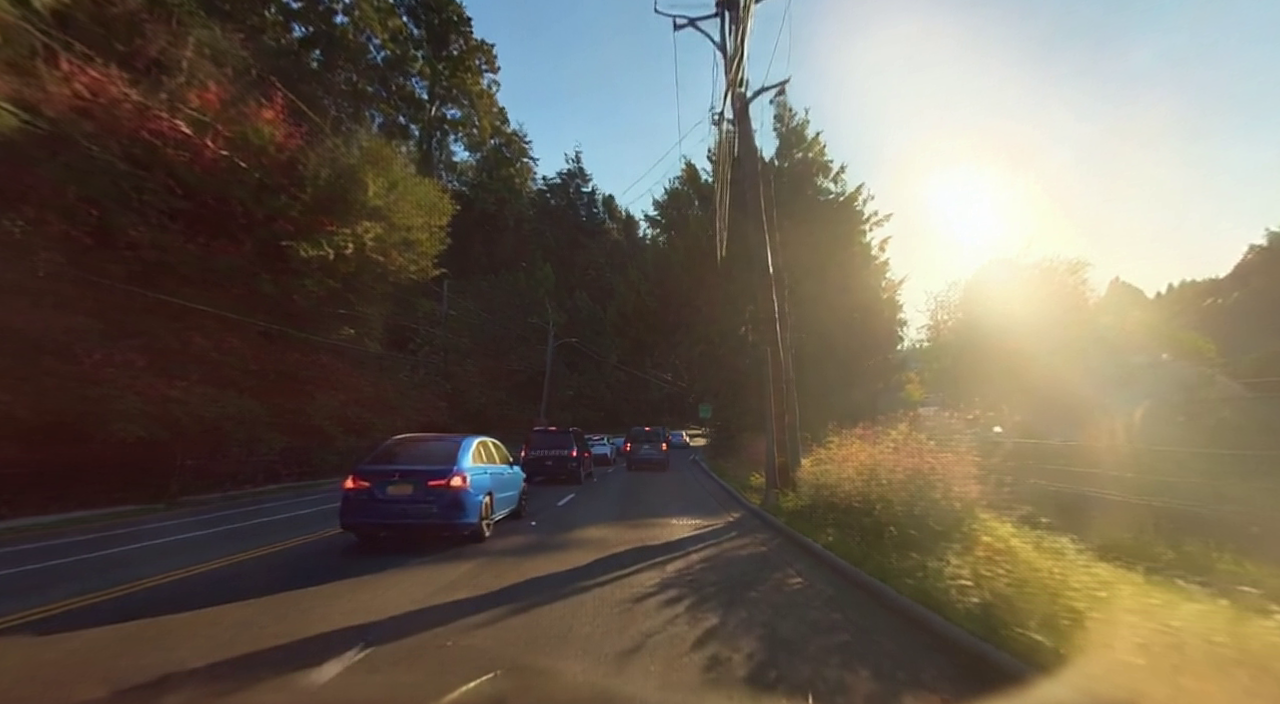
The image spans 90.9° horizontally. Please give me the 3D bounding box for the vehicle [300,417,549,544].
[{"bbox_3d":[-3.020,1.931,10.221,2.180,1.546,4.755,0,-8,3],"label":"vehicle"}]

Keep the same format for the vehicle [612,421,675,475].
[{"bbox_3d":[0.218,3.768,24.790,2.241,1.912,4.095,-1,-8,3],"label":"vehicle"}]
